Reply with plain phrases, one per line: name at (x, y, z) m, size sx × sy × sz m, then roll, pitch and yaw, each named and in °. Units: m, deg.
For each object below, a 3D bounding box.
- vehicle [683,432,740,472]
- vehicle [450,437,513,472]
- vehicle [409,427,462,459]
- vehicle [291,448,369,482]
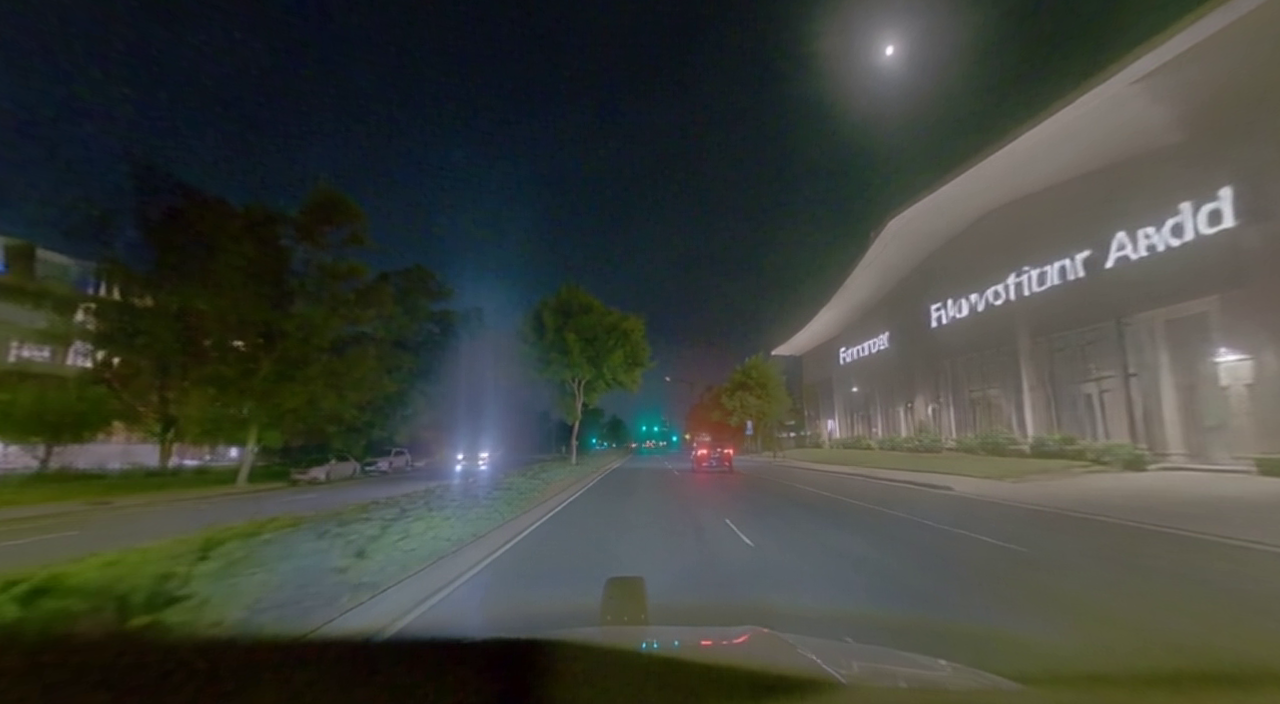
vehicle at (3.314, 4.757, 30.138) m, size 2.143 × 1.759 × 4.378 m, roll 0°, pitch -8°, yaw -1°
vehicle at (-8.295, 5.388, 33.397) m, size 2.040 × 1.729 × 4.566 m, roll 0°, pitch -8°, yaw 2°
vehicle at (-13.597, 6.109, 42.279) m, size 2.005 × 2.034 × 4.904 m, roll 0°, pitch -8°, yaw -1°
vehicle at (-16.310, 5.923, 33.426) m, size 1.848 × 1.641 × 4.644 m, roll 0°, pitch -8°, yaw -1°
